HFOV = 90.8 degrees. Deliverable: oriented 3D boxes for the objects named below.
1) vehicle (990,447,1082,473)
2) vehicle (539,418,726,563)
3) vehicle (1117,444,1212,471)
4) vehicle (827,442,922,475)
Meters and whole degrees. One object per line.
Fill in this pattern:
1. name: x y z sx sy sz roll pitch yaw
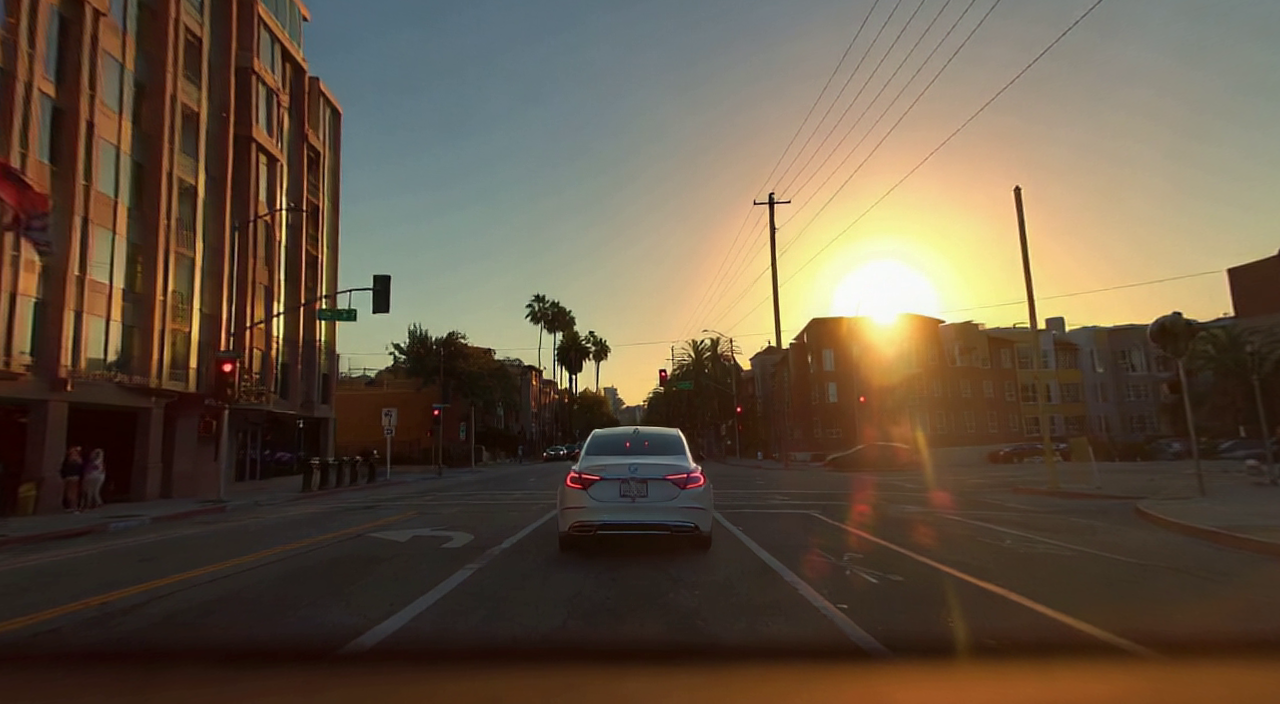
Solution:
1. vehicle: 24.193 6.600 38.688 4.417 1.462 1.761 0 -8 -1
2. vehicle: -0.089 1.873 9.224 2.144 1.643 3.770 0 -8 0
3. vehicle: 32.134 6.469 38.780 4.234 1.613 1.812 0 -8 -1
4. vehicle: 13.082 5.985 35.569 4.649 1.760 2.029 -2 -9 12
